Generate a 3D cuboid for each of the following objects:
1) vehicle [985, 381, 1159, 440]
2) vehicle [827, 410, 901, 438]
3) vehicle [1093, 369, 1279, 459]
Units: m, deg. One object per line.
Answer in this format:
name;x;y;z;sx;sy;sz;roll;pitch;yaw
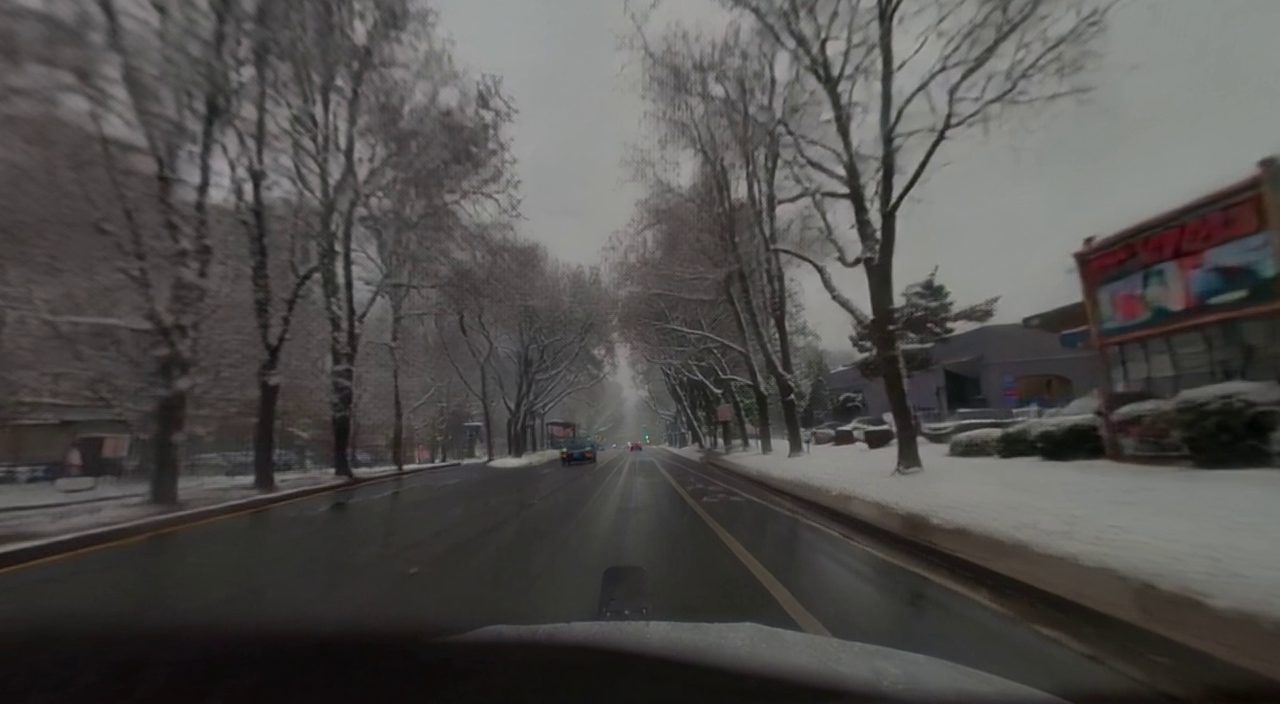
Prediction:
vehicle;12.921;1.793;19.005;3.982;1.652;1.747;0;-8;-5
vehicle;13.518;4.403;38.182;3.756;1.580;1.886;-1;-8;3
vehicle;12.304;1.314;13.683;3.539;1.473;1.627;-7;-6;-2
